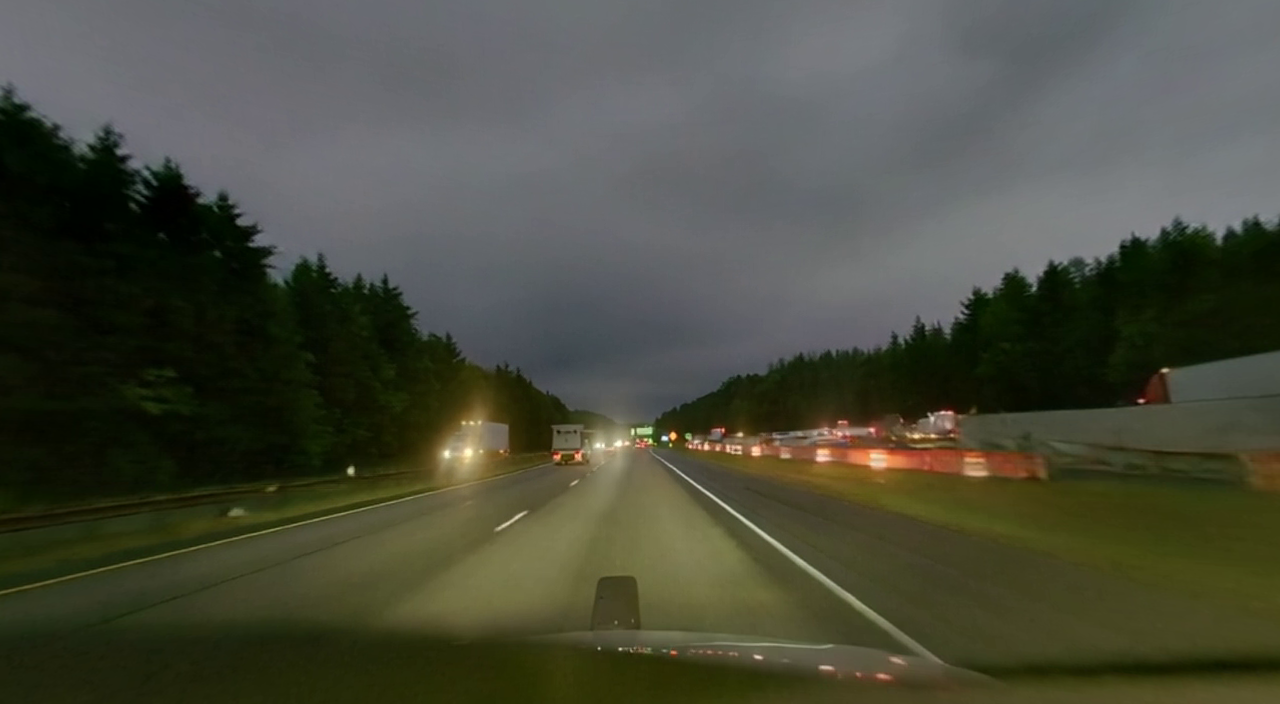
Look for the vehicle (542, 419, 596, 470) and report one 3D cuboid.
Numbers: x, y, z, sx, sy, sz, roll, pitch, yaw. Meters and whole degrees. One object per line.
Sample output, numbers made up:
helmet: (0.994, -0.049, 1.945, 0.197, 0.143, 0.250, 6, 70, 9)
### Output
vehicle: (-3.923, 5.238, 35.848, 2.484, 2.625, 5.907, 0, -8, -1)
